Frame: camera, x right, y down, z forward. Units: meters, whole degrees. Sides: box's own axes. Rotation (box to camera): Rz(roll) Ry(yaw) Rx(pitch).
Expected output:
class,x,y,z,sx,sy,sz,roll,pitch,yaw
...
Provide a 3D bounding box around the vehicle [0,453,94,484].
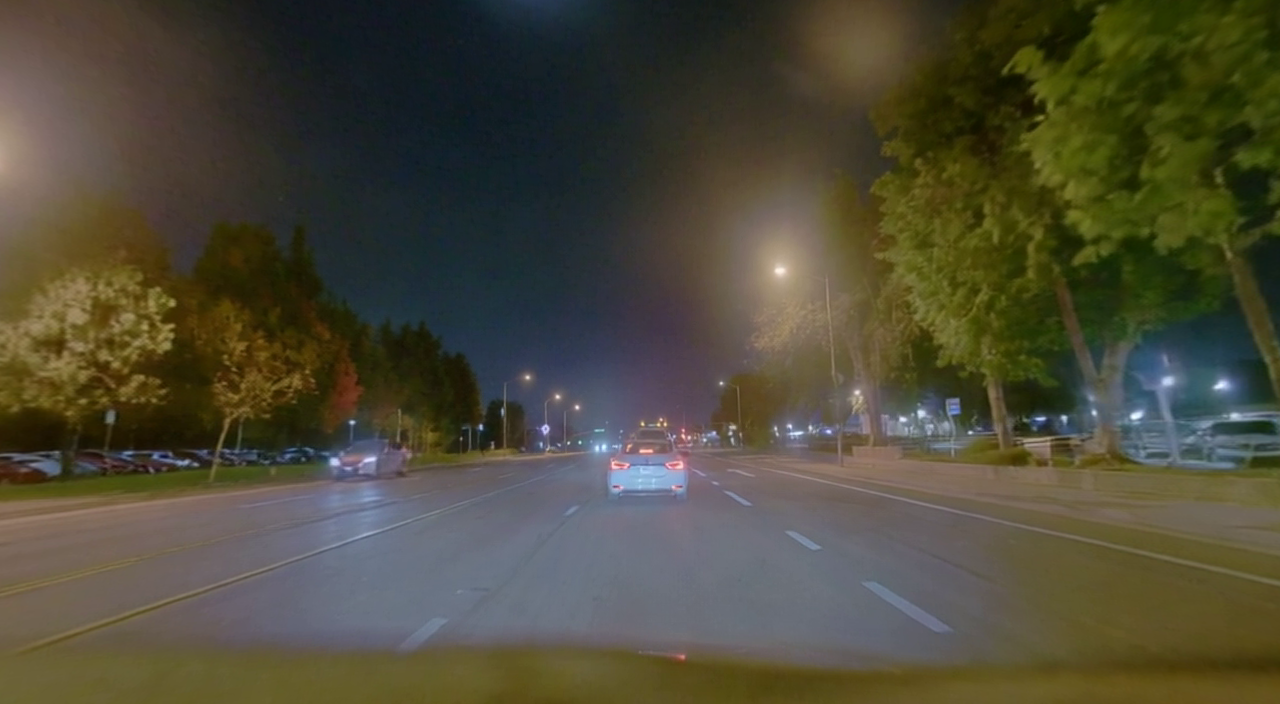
class,x,y,z,sx,sy,sz,roll,pitch,yaw
vehicle,-30.558,5.854,31.749,4.356,1.444,1.819,0,-8,-1

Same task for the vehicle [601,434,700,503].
class,x,y,z,sx,sy,sz,roll,pitch,yaw
vehicle,0.172,2.753,15.334,2.093,1.442,3.977,0,-8,-1

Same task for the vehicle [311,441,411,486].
class,x,y,z,sx,sy,sz,roll,pitch,yaw
vehicle,-11.705,4.682,26.903,2.066,1.753,4.559,0,-8,2

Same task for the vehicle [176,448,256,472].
class,x,y,z,sx,sy,sz,roll,pitch,yaw
vehicle,-29.987,7.627,44.650,4.342,1.621,1.967,-1,-8,5

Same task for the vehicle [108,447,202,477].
class,x,y,z,sx,sy,sz,roll,pitch,yaw
vehicle,-30.235,6.844,39.400,4.266,1.600,1.877,-3,-8,-2
